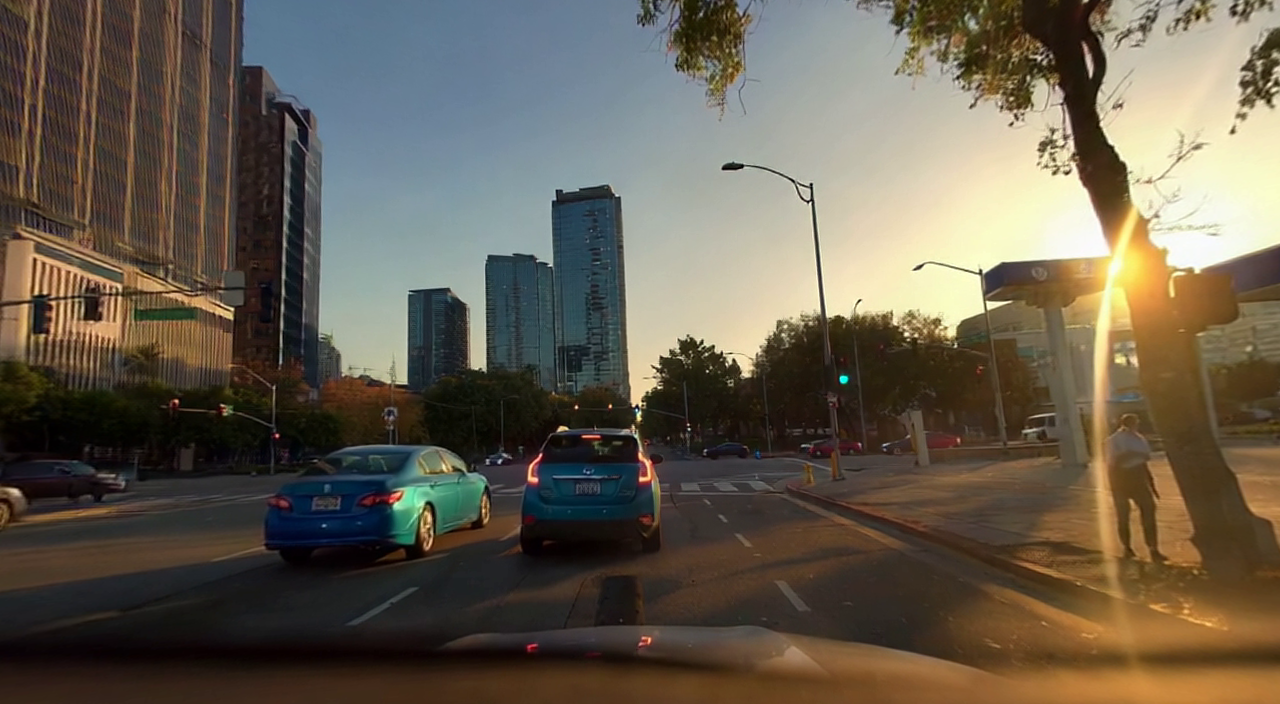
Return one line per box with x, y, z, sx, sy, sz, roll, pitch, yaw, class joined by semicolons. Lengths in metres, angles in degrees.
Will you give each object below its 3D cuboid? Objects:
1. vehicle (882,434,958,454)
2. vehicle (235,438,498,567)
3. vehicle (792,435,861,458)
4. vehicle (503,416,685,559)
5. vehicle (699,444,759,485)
20.746;6.831;46.936;4.700;1.417;1.789;0;-8;2;vehicle
-3.697;2.086;9.601;2.003;1.492;4.291;0;-8;1;vehicle
13.889;7.056;47.222;4.524;1.681;1.823;0;-8;-1;vehicle
-0.569;1.965;9.874;2.210;1.722;4.215;0;-8;0;vehicle
3.583;4.356;24.844;1.976;1.462;4.342;-2;-9;12;vehicle
